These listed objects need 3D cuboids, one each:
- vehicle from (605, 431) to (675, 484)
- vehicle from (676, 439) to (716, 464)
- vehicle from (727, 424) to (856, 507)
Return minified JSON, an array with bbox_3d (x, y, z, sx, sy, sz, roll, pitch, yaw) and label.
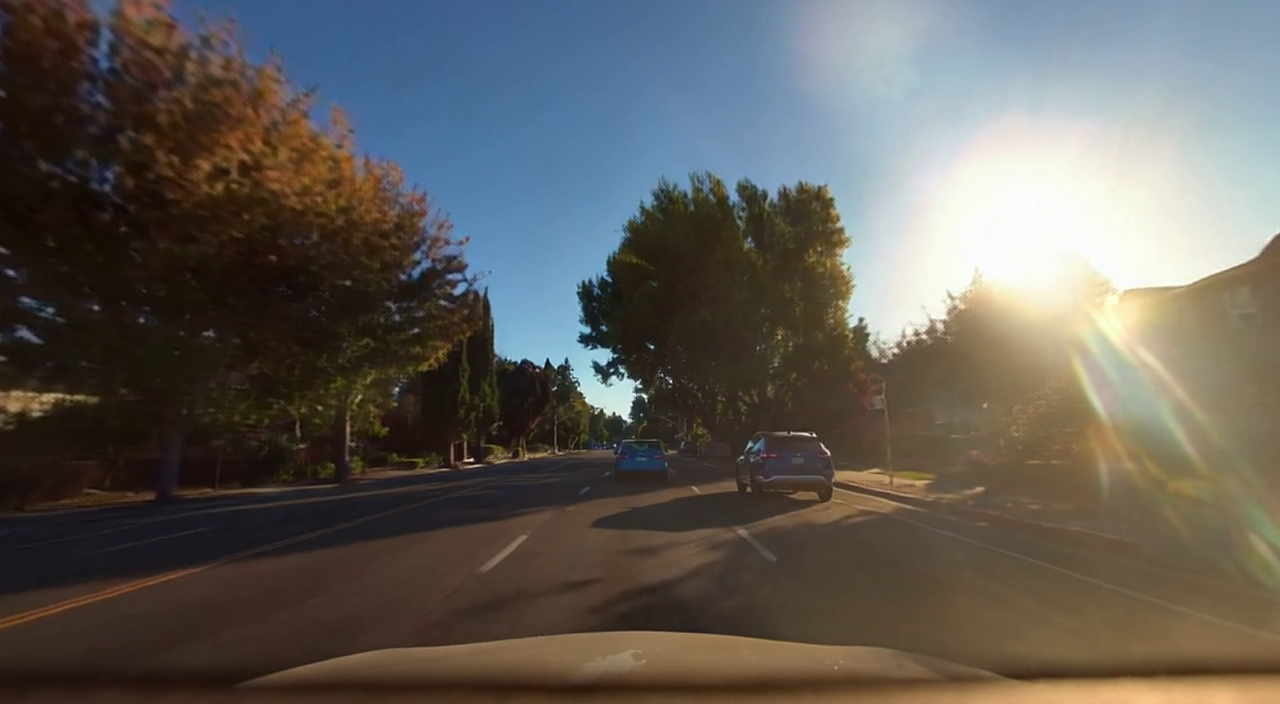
[{"bbox_3d":[0.021,3.635,22.009,2.200,1.653,4.127,0,-8,1],"label":"vehicle"},{"bbox_3d":[3.530,6.365,40.504,2.099,1.463,4.130,0,-8,-1],"label":"vehicle"},{"bbox_3d":[3.483,2.703,15.508,2.024,1.711,4.512,0,-8,0],"label":"vehicle"}]
